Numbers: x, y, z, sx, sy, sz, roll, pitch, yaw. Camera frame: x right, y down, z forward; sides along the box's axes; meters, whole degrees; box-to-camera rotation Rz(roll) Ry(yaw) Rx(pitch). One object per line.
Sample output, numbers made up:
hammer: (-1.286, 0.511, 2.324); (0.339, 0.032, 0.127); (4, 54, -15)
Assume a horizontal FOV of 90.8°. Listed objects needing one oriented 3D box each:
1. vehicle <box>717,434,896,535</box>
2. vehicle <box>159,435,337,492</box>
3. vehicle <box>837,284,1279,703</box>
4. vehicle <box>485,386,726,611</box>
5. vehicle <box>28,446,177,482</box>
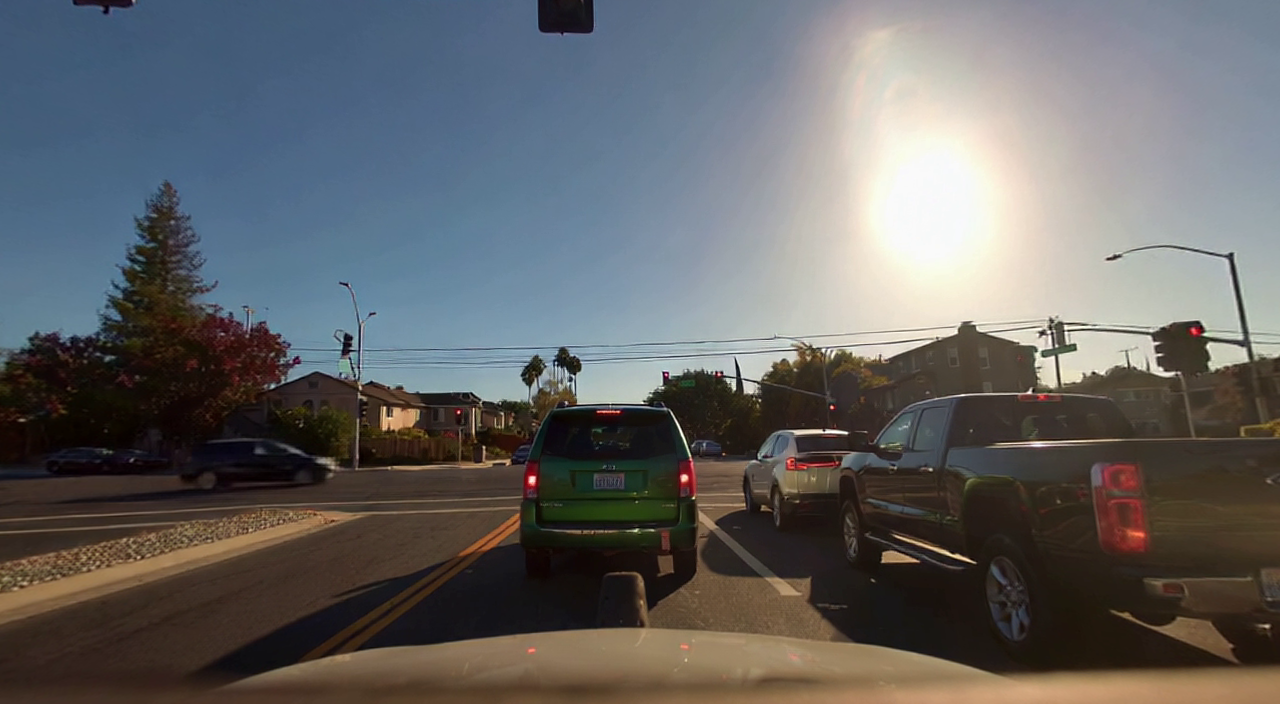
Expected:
vehicle: (2.719, 2.268, 11.537); (1.952, 1.465, 4.421); (0, -8, -1)
vehicle: (-13.031, 3.714, 21.310); (4.635, 1.755, 1.882); (1, -8, -8)
vehicle: (2.982, 0.972, 3.795); (1.886, 1.849, 5.070); (0, -8, -1)
vehicle: (-0.229, 1.411, 6.808); (1.915, 1.780, 3.379); (0, -8, 2)
vehicle: (-22.899, 4.782, 27.079); (4.533, 1.350, 1.714); (0, -8, -9)
